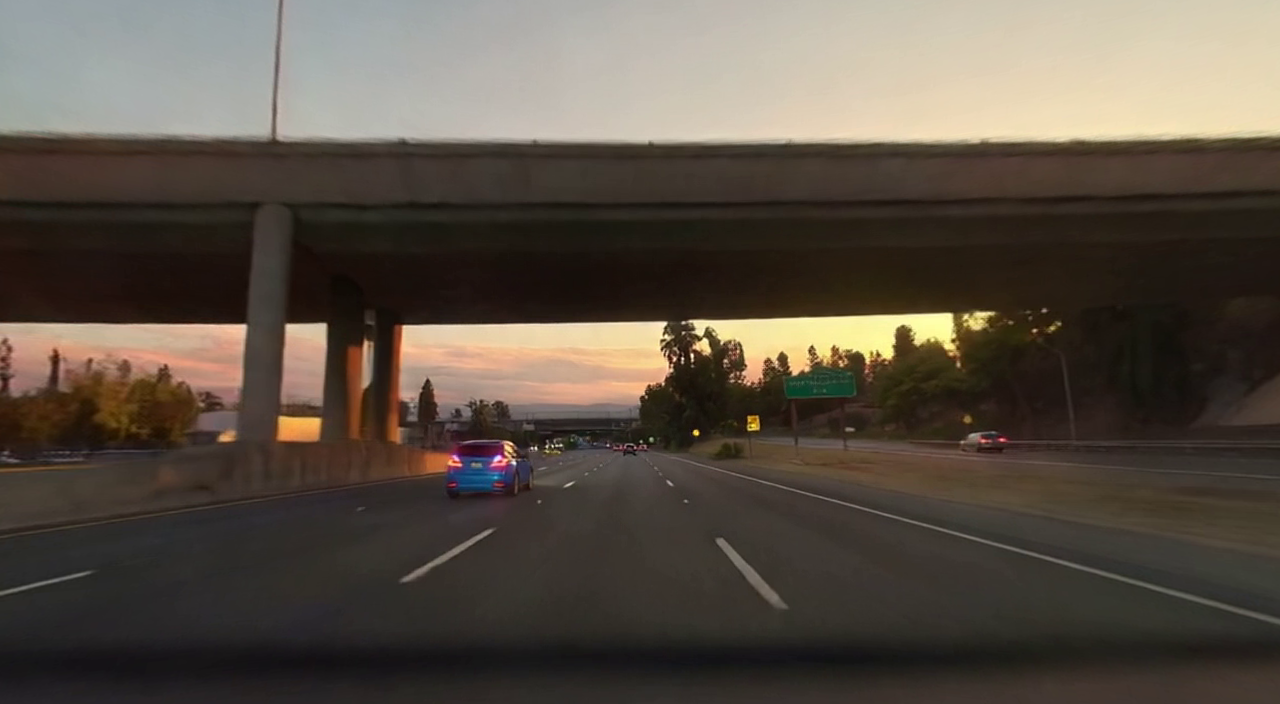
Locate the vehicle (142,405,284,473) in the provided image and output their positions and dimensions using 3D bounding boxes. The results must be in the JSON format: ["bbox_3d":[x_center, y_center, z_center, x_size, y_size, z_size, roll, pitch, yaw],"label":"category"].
[{"bbox_3d":[-26.170,5.454,39.370,3.039,3.755,8.042,0,-9,1],"label":"vehicle"}]

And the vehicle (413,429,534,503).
[{"bbox_3d":[-4.330,3.045,17.333,2.102,1.727,4.704,0,-9,-1],"label":"vehicle"}]
